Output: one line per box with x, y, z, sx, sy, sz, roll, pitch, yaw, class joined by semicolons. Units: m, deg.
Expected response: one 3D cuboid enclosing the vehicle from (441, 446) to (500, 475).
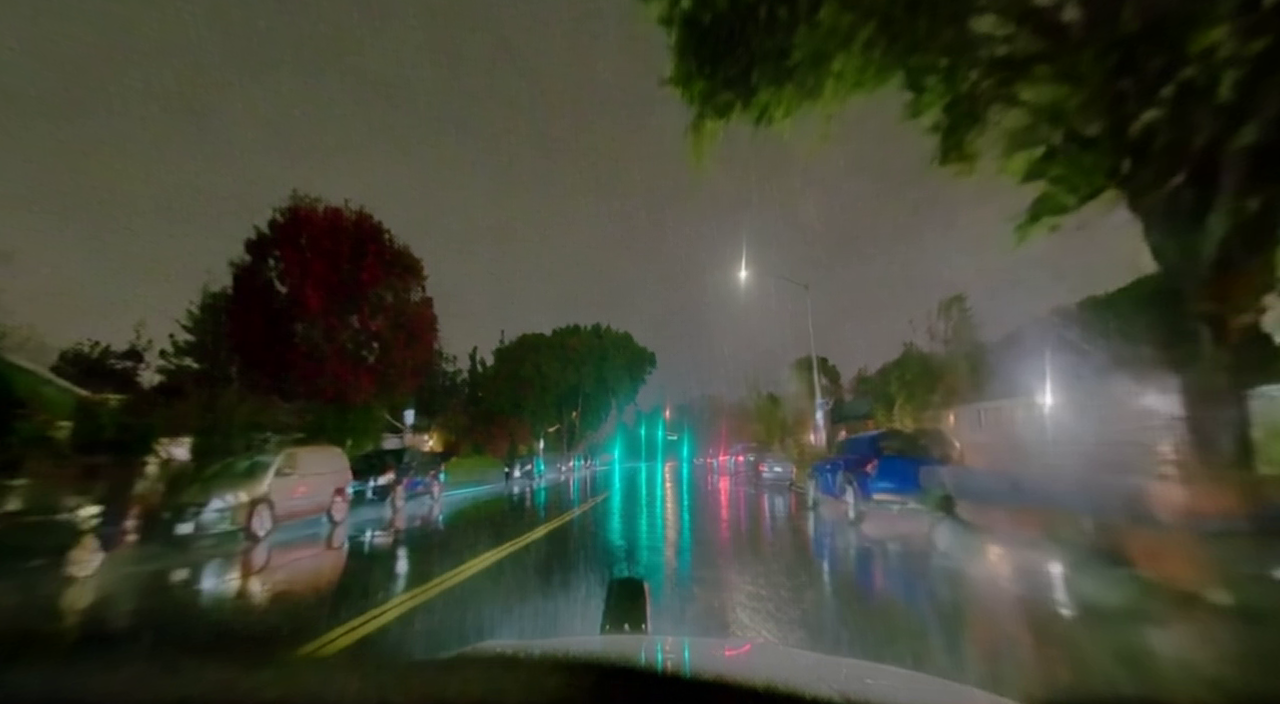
-12.303;7.857;45.794;3.513;1.829;1.976;-1;-7;12;vehicle

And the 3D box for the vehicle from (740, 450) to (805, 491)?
5.177;4.656;25.142;1.704;1.445;4.492;0;-8;1;vehicle

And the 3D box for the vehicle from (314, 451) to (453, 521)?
-7.204;3.761;18.325;1.996;1.628;4.603;-1;-8;2;vehicle

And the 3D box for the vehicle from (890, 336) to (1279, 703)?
4.416;1.178;4.962;2.434;1.948;6.400;0;-8;2;vehicle

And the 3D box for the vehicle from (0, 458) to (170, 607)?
-7.591;1.907;6.509;1.948;1.477;4.518;-2;-9;1;vehicle

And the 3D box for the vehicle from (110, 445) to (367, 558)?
-7.426;2.739;12.407;1.973;1.755;4.528;-1;-8;1;vehicle

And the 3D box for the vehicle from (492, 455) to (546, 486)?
-6.524;6.407;34.443;1.903;1.463;4.526;-1;-8;2;vehicle
